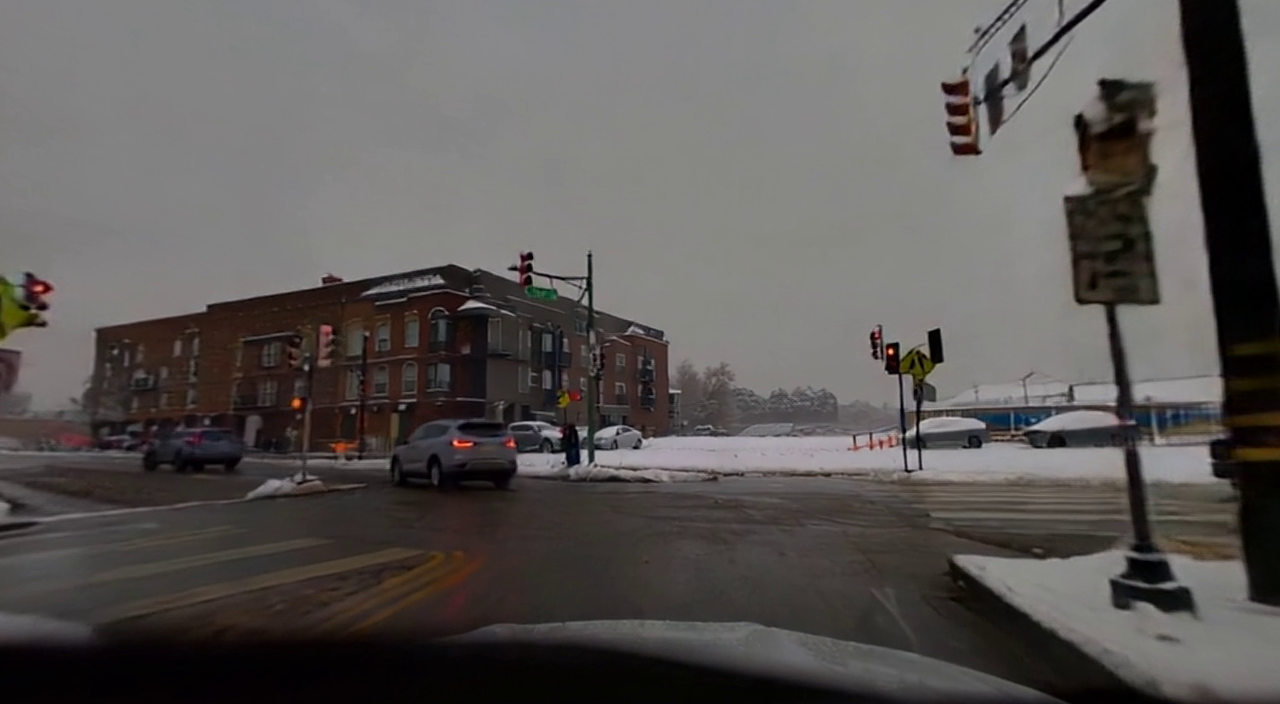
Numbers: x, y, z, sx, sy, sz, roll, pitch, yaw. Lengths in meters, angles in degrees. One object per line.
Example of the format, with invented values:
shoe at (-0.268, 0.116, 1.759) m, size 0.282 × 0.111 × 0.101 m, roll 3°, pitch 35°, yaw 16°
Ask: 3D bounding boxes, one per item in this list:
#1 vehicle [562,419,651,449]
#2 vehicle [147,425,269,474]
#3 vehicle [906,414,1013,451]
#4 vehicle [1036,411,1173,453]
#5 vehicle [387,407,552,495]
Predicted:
vehicle at (-2.088, 5.070, 39.004) m, size 5.080 × 1.766 × 2.272 m, roll -5°, pitch -8°, yaw 31°
vehicle at (-18.656, 4.187, 27.205) m, size 5.548 × 1.911 × 2.206 m, roll -5°, pitch -10°, yaw 32°
vehicle at (15.373, 3.929, 30.580) m, size 4.382 × 1.688 × 1.937 m, roll -4°, pitch -9°, yaw 26°
vehicle at (20.334, 3.569, 27.941) m, size 4.550 × 1.704 × 1.922 m, roll -5°, pitch -9°, yaw 28°
vehicle at (-4.533, 2.499, 16.208) m, size 2.256 × 1.859 × 5.118 m, roll 6°, pitch -10°, yaw -37°
